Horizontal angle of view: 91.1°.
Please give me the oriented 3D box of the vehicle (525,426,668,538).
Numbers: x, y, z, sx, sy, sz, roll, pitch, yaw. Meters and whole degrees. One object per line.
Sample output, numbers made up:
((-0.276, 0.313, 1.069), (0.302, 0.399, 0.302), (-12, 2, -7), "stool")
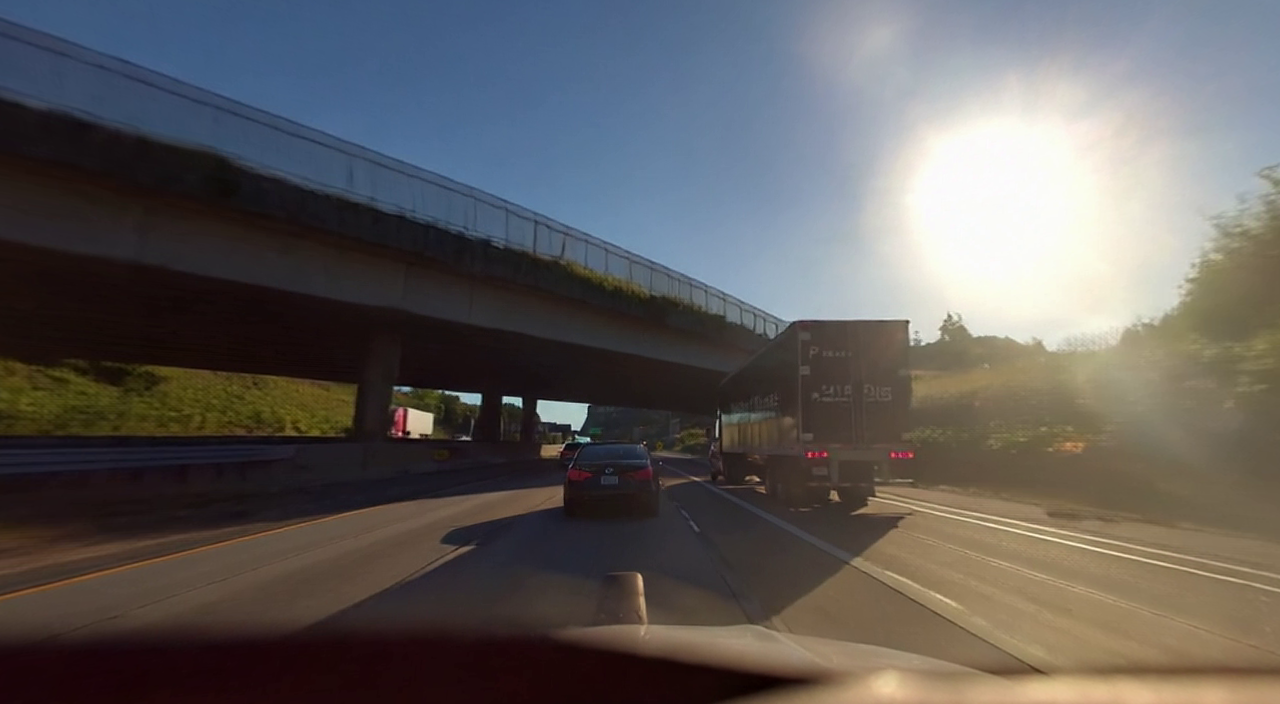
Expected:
((-0.628, 2.146, 10.902), (2.038, 1.582, 3.729), (0, -9, 0), "vehicle")

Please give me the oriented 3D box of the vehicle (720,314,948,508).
((4.881, 2.256, 20.112), (2.825, 4.043, 14.051), (0, -9, 0), "vehicle")
